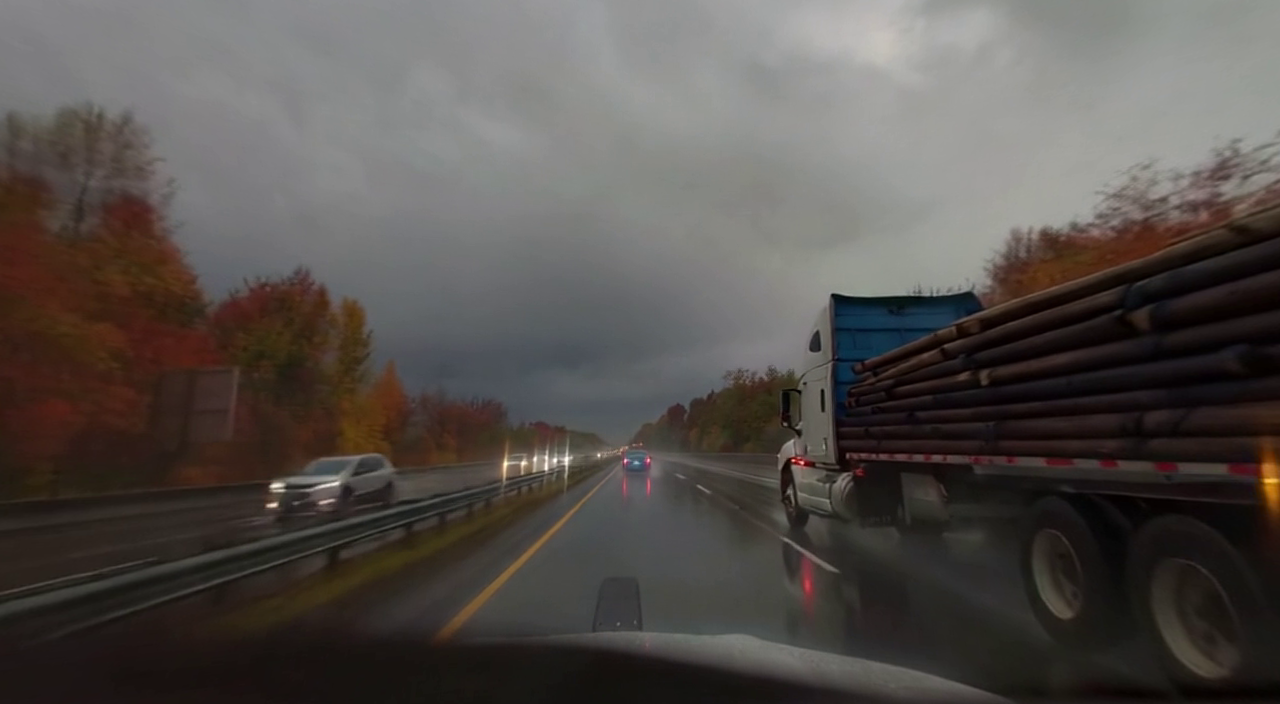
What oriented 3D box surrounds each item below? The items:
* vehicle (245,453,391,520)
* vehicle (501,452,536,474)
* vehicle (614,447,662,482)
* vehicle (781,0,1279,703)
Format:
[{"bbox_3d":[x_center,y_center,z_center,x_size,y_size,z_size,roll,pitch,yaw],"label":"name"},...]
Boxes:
[{"bbox_3d":[-8.810,3.666,17.601,1.916,1.572,4.056,-1,-9,0],"label":"vehicle"},{"bbox_3d":[-9.325,8.539,48.280,1.871,1.595,4.052,-1,-9,0],"label":"vehicle"},{"bbox_3d":[-0.124,5.230,29.447,2.099,1.506,4.097,0,-9,-1],"label":"vehicle"},{"bbox_3d":[4.225,0.265,6.187,2.996,3.942,10.600,0,-9,-1],"label":"vehicle"}]
